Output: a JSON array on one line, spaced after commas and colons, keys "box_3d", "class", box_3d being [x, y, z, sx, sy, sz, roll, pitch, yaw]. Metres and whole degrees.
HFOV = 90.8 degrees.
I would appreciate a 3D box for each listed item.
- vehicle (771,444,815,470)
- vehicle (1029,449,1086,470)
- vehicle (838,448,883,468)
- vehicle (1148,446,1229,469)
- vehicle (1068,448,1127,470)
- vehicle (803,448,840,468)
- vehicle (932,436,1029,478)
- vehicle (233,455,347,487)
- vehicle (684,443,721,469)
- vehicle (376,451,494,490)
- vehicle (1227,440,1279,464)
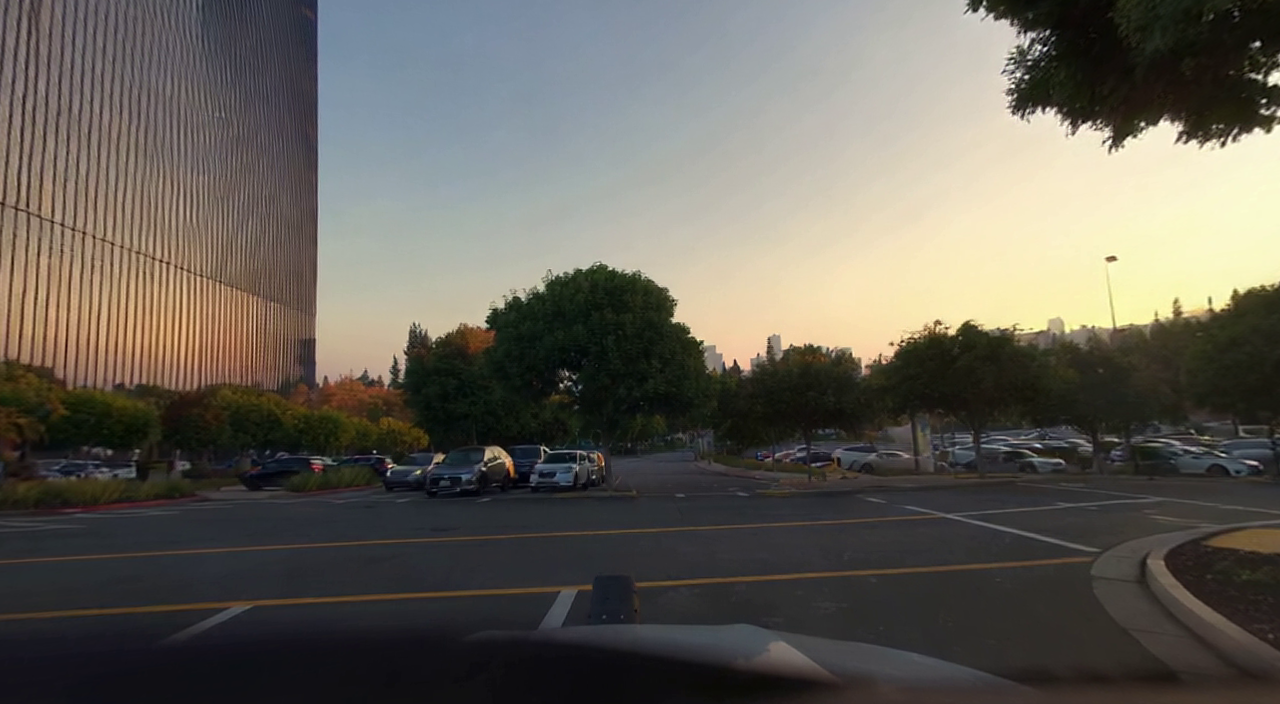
[{"box_3d": [10.524, 7.204, 43.703, 1.936, 1.673, 4.305, 0, -8, 0], "class": "vehicle"}, {"box_3d": [28.304, 7.286, 42.959, 1.495, 1.371, 3.336, -1, -9, -1], "class": "vehicle"}, {"box_3d": [17.053, 8.223, 49.069, 1.971, 1.478, 4.477, 0, -8, 1], "class": "vehicle"}, {"box_3d": [37.016, 7.116, 42.776, 1.678, 1.423, 4.191, 0, -8, -2], "class": "vehicle"}, {"box_3d": [31.297, 7.308, 43.271, 1.519, 1.371, 3.278, 0, -8, -1], "class": "vehicle"}, {"box_3d": [14.208, 8.300, 49.644, 1.935, 1.477, 3.719, 0, -9, 3], "class": "vehicle"}, {"box_3d": [16.477, 5.093, 30.948, 2.048, 1.852, 4.998, 0, -9, 1], "class": "vehicle"}, {"box_3d": [-16.742, 5.694, 30.356, 4.331, 1.437, 1.876, 0, -8, 2], "class": "vehicle"}, {"box_3d": [4.597, 7.744, 47.286, 2.262, 1.794, 5.331, 0, -8, 1], "class": "vehicle"}, {"box_3d": [-8.699, 4.972, 26.901, 4.442, 1.504, 1.809, 4, -10, -28], "class": "vehicle"}, {"box_3d": [43.061, 6.810, 43.086, 1.758, 1.572, 4.421, 0, -8, 1], "class": "vehicle"}]
